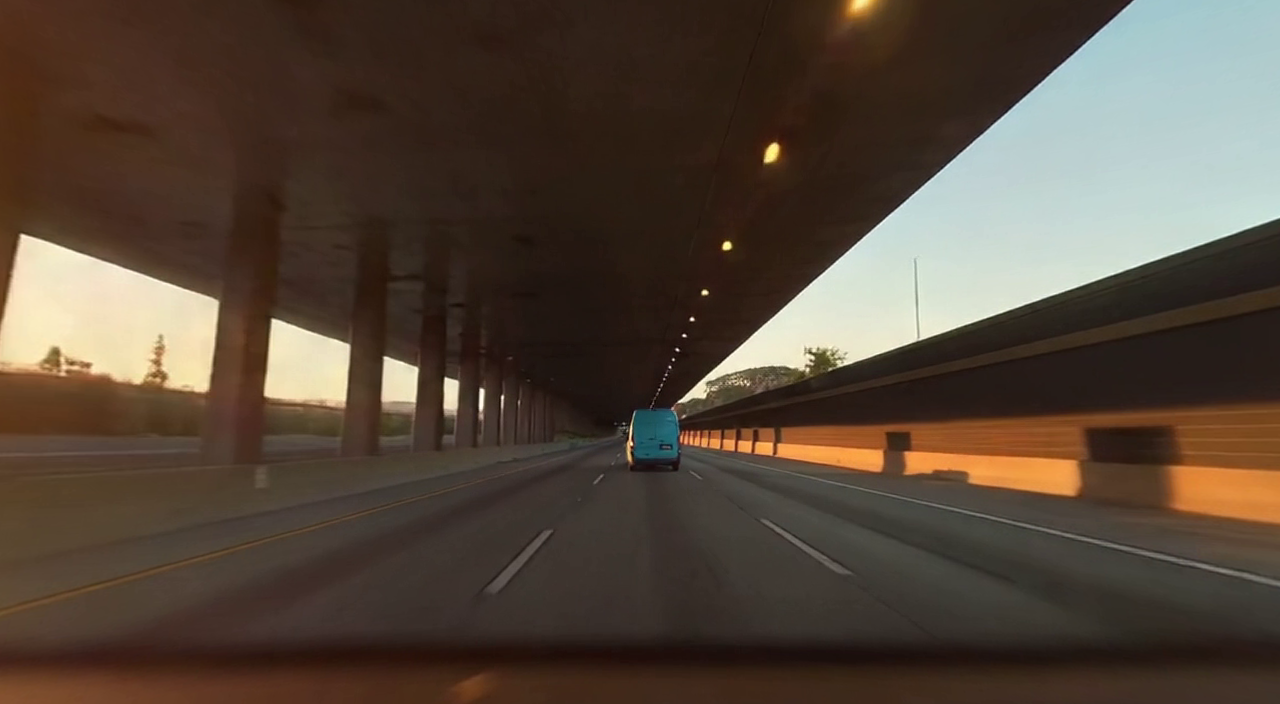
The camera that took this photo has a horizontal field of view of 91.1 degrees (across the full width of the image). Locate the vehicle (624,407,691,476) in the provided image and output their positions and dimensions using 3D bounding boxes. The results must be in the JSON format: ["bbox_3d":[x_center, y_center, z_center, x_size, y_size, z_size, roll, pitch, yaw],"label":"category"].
[{"bbox_3d":[0.617,3.623,25.616,2.404,2.459,5.229,0,-8,0],"label":"vehicle"}]
